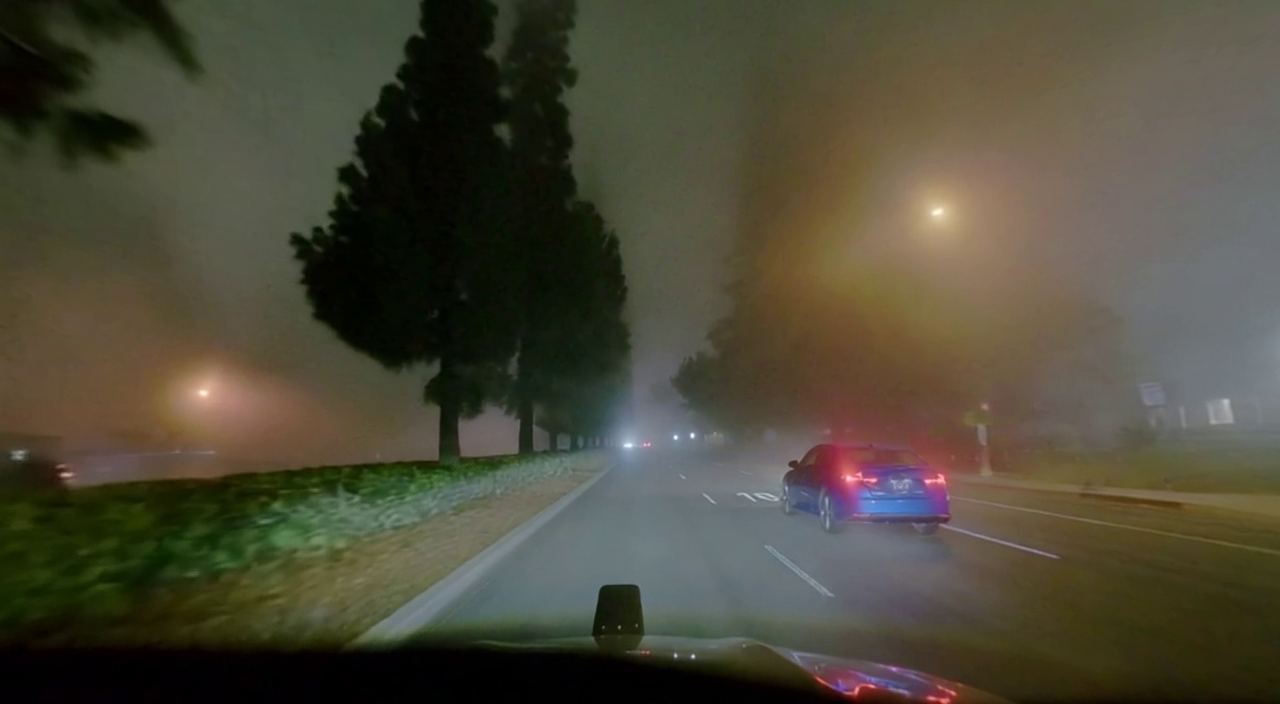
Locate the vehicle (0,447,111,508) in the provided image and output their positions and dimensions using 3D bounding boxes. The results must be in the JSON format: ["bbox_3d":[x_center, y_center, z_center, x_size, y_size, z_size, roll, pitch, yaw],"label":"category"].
[{"bbox_3d":[-16.680,3.204,16.286,1.921,1.466,4.804,0,-8,0],"label":"vehicle"}]

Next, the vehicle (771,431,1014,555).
[{"bbox_3d":[3.515,2.025,9.843,1.950,1.473,4.259,0,-8,-1],"label":"vehicle"}]
